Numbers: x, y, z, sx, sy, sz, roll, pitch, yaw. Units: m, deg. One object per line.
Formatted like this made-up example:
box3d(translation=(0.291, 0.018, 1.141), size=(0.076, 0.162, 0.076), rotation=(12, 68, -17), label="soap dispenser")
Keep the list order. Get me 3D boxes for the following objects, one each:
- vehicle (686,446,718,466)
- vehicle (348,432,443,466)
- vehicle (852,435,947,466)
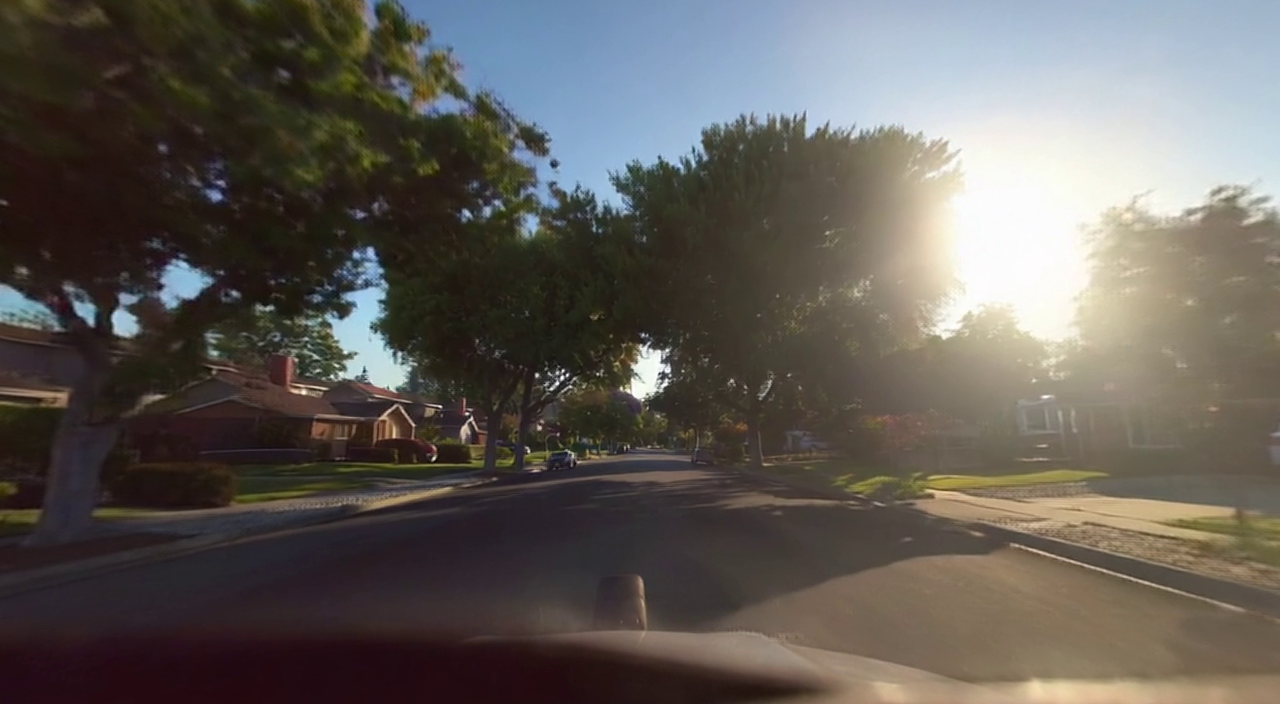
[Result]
box3d(translation=(4.647, 7.865, 47.807), size=(1.893, 1.454, 4.219), rotation=(0, -9, -1), label="vehicle")
box3d(translation=(-15.291, 6.119, 39.638), size=(5.003, 1.805, 2.041), rotation=(10, -13, -37), label="vehicle")
box3d(translation=(14.197, 5.363, 34.674), size=(4.391, 1.555, 1.953), rotation=(1, -7, -12), label="vehicle")
